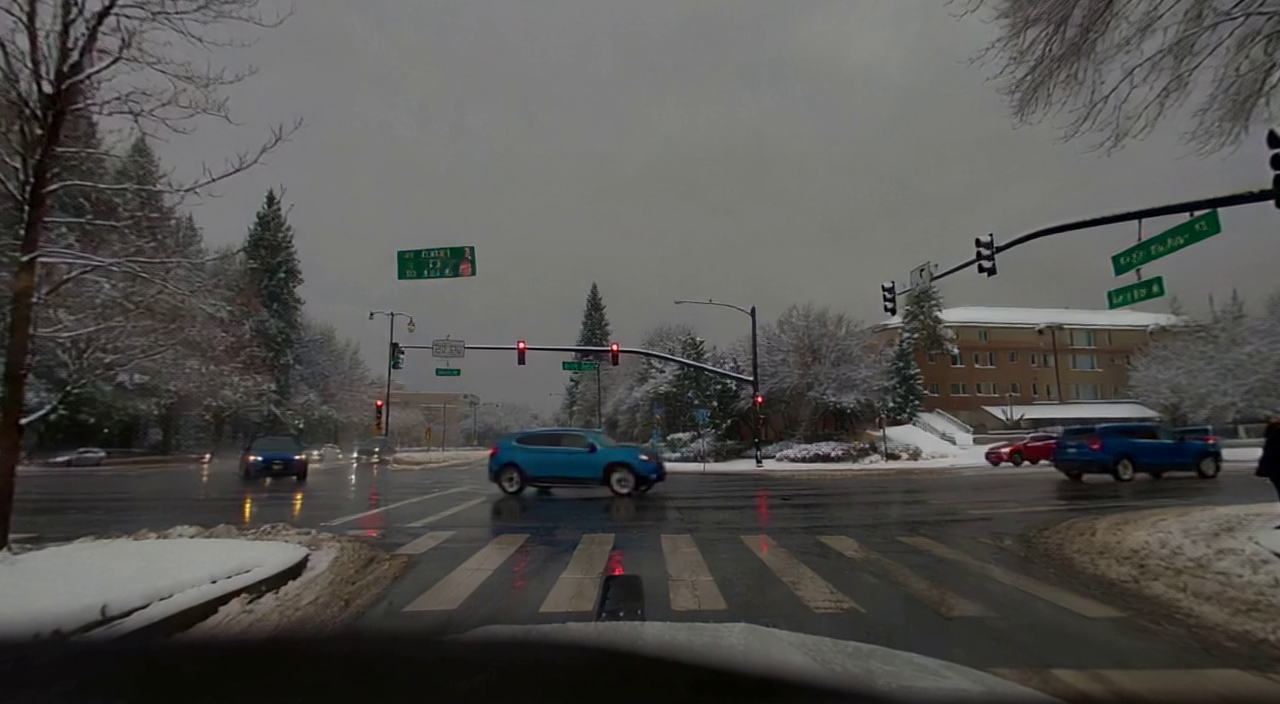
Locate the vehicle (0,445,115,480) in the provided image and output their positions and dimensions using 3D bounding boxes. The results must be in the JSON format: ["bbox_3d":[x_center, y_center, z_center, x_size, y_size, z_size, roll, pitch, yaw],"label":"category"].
[{"bbox_3d":[-27.052,5.035,29.215,1.881,1.469,4.415,0,-8,-3],"label":"vehicle"}]

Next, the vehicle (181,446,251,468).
[{"bbox_3d":[-31.445,7.791,47.006,1.892,1.525,5.171,0,-8,-4],"label":"vehicle"}]

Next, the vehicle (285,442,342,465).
[{"bbox_3d":[-24.531,7.611,47.671,1.951,1.609,4.693,0,-8,-2],"label":"vehicle"}]

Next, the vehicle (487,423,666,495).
[{"bbox_3d":[-1.708,2.961,17.670,4.509,1.821,2.066,-2,-9,15],"label":"vehicle"}]

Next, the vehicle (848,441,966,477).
[{"bbox_3d":[11.589,4.627,27.562,4.317,1.491,1.896,1,-9,-10],"label":"vehicle"}]

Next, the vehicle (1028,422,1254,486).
[{"bbox_3d":[15.588,3.140,19.714,6.196,1.777,2.457,3,-9,-19],"label":"vehicle"}]

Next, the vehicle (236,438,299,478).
[{"bbox_3d":[-15.667,4.397,26.512,2.007,1.540,4.312,5,-10,-31],"label":"vehicle"}]
